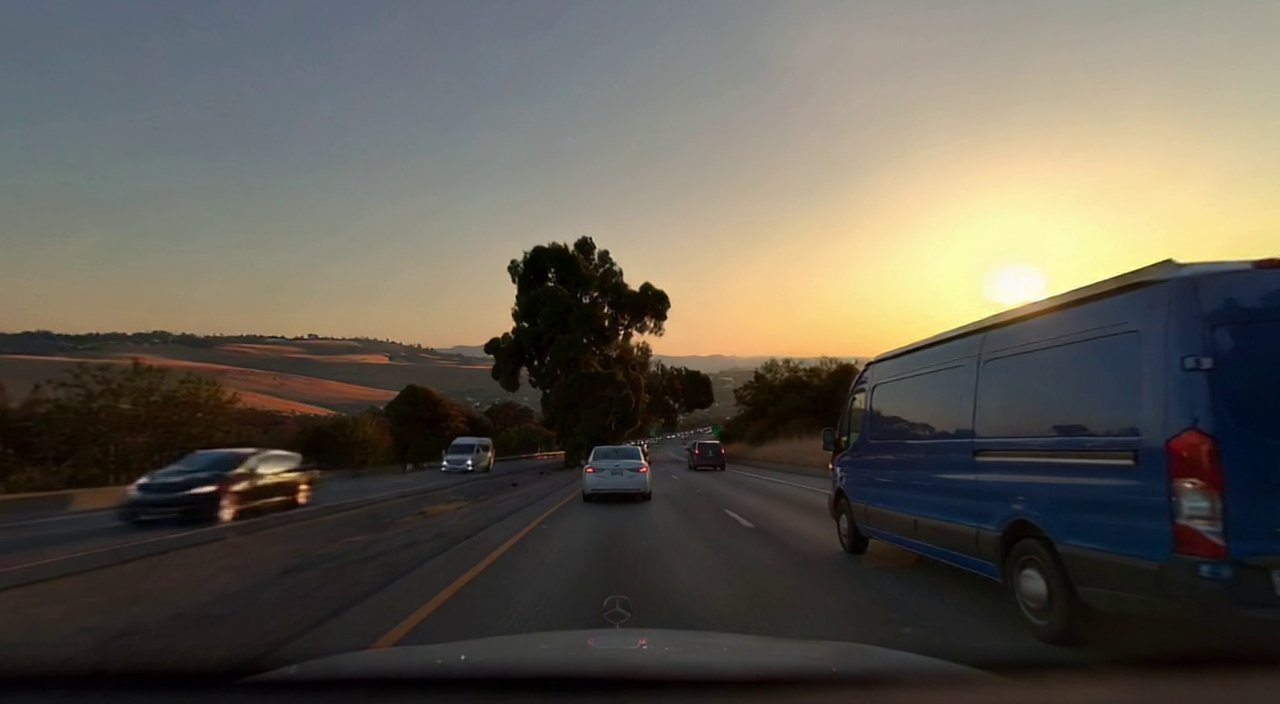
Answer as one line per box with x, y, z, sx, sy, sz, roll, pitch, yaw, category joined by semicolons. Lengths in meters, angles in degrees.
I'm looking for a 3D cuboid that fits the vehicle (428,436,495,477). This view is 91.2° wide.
-9.107;5.373;32.389;2.106;1.959;4.715;0;-9;-1;vehicle

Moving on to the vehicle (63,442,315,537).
-8.809;2.675;12.858;1.984;1.571;4.292;0;-9;-1;vehicle

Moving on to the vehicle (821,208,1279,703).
3.785;0.956;5.699;2.399;2.421;5.829;0;-9;-1;vehicle

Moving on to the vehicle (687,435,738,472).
4.069;5.848;36.135;2.261;1.952;4.784;0;-9;-1;vehicle

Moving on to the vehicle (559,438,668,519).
-0.518;2.662;13.642;2.029;1.483;3.769;0;-9;0;vehicle
